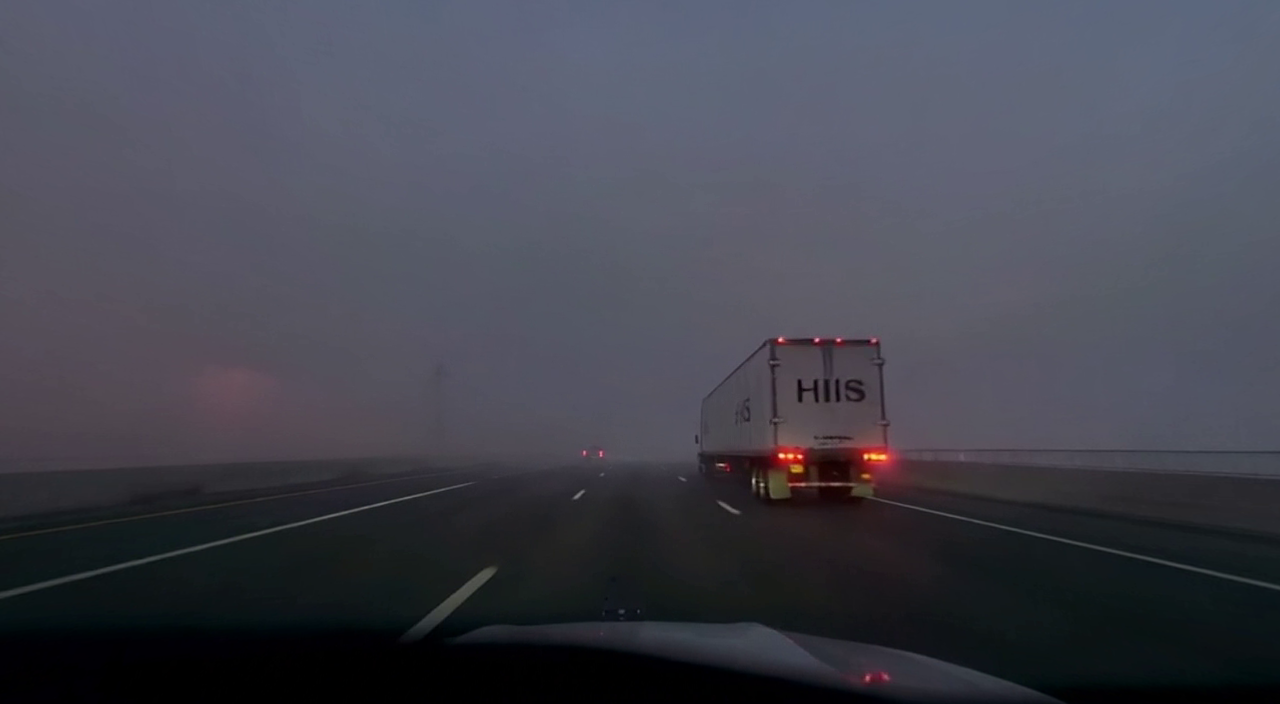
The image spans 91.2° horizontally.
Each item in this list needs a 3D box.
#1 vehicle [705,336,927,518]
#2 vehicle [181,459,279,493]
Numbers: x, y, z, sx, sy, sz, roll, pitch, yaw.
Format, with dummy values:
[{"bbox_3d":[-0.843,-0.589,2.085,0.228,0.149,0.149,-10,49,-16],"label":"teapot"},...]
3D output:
[{"bbox_3d":[4.021,2.365,18.226,2.823,3.509,12.118,0,-9,0],"label":"vehicle"},{"bbox_3d":[-19.744,5.972,30.425,1.832,1.402,4.349,0,-9,0],"label":"vehicle"}]
